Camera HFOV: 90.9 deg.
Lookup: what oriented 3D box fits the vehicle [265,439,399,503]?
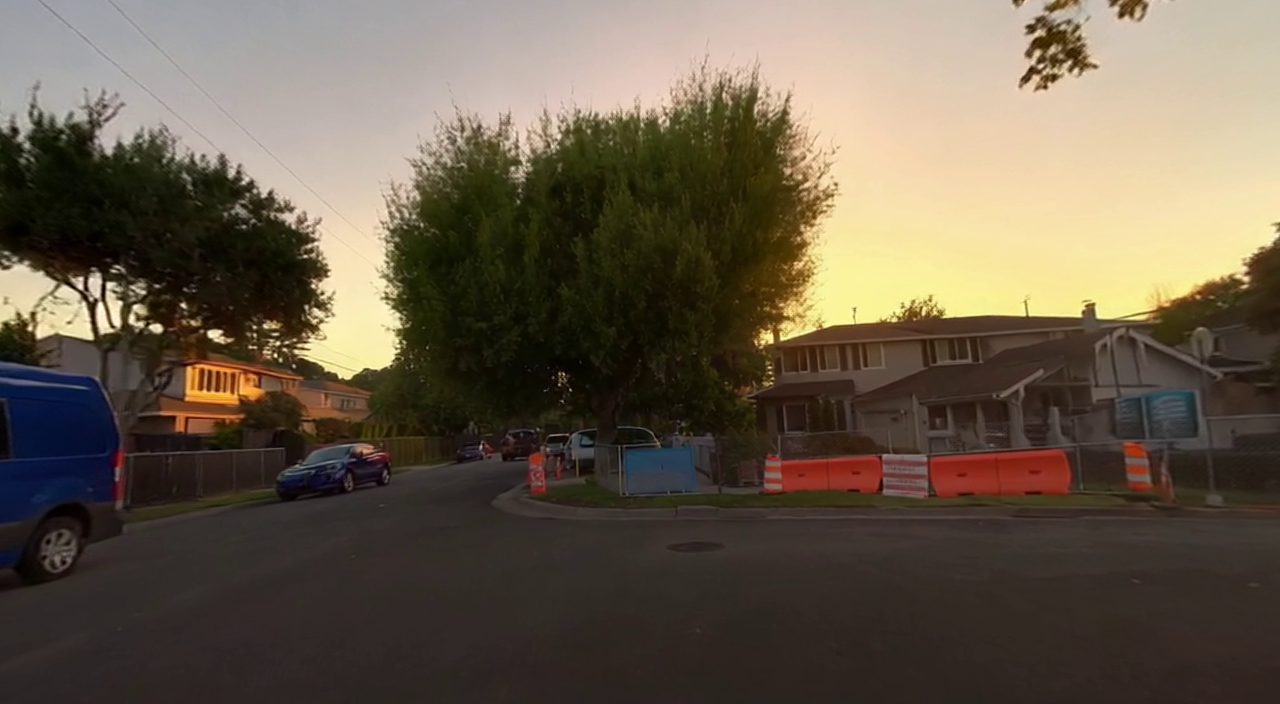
[{"bbox_3d":[-8.295,3.185,17.443,1.899,1.524,4.082,0,-8,-5],"label":"vehicle"}]

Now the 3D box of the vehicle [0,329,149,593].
[{"bbox_3d":[-7.100,0.908,4.444,2.284,2.500,7.006,-2,-6,-6],"label":"vehicle"}]

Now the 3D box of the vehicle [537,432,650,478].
[{"bbox_3d":[-1.508,3.513,21.899,1.827,1.436,4.070,-5,-9,32],"label":"vehicle"}]

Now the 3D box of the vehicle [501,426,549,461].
[{"bbox_3d":[-6.828,5.501,37.961,2.219,1.984,4.712,0,-8,-3],"label":"vehicle"}]

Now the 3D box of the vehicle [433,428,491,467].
[{"bbox_3d":[-9.603,5.186,34.433,2.042,1.937,4.960,0,-8,-4],"label":"vehicle"}]
